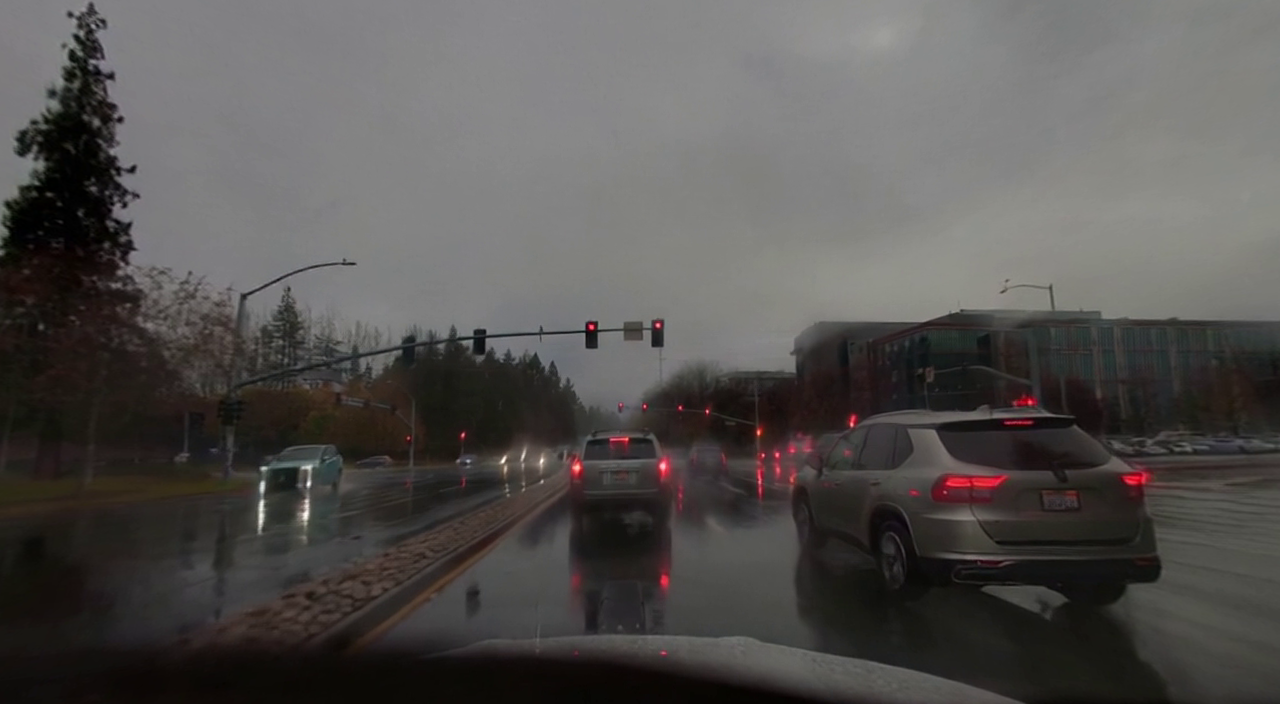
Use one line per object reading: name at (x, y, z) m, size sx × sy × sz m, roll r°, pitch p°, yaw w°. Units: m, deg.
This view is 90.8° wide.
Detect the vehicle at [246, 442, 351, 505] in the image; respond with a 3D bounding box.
vehicle at (-12.027, 4.237, 22.667) m, size 2.354 × 1.949 × 4.905 m, roll 2°, pitch -9°, yaw -18°

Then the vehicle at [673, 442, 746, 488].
vehicle at (2.358, 3.967, 22.551) m, size 1.900 × 1.459 × 4.260 m, roll 0°, pitch -8°, yaw -3°

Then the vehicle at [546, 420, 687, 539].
vehicle at (-0.386, 2.156, 11.300) m, size 2.039 × 1.698 × 4.144 m, roll 0°, pitch -8°, yaw -1°

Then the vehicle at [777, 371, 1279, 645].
vehicle at (3.083, 1.344, 6.454) m, size 2.228 × 1.798 × 4.370 m, roll 0°, pitch -8°, yaw -2°
